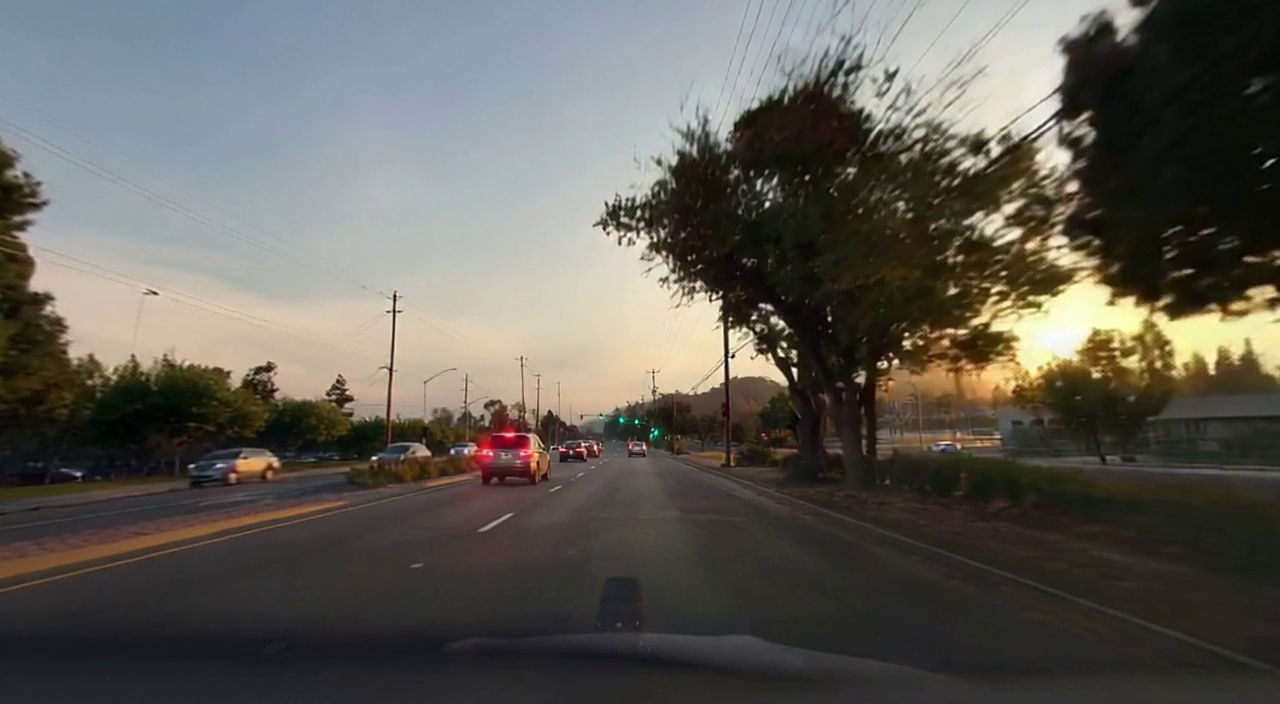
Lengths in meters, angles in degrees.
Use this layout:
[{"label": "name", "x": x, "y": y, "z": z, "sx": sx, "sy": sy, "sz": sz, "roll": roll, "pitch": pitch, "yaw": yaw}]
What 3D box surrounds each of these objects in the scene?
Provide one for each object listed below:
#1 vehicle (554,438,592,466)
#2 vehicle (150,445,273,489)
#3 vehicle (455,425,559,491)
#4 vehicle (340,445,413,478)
[{"label": "vehicle", "x": -4.279, "y": 6.449, "z": 40.774, "sx": 2.041, "sy": 1.698, "sz": 4.094, "roll": 0, "pitch": -8, "yaw": -1}, {"label": "vehicle", "x": -17.988, "y": 4.823, "z": 26.865, "sx": 2.107, "sy": 1.676, "sz": 4.481, "roll": 0, "pitch": -8, "yaw": -1}, {"label": "vehicle", "x": -3.973, "y": 3.274, "z": 19.773, "sx": 2.189, "sy": 1.807, "sz": 4.467, "roll": 0, "pitch": -8, "yaw": 1}, {"label": "vehicle", "x": -13.683, "y": 5.668, "z": 33.086, "sx": 1.942, "sy": 1.579, "sz": 4.409, "roll": 1, "pitch": -8, "yaw": 0}]
